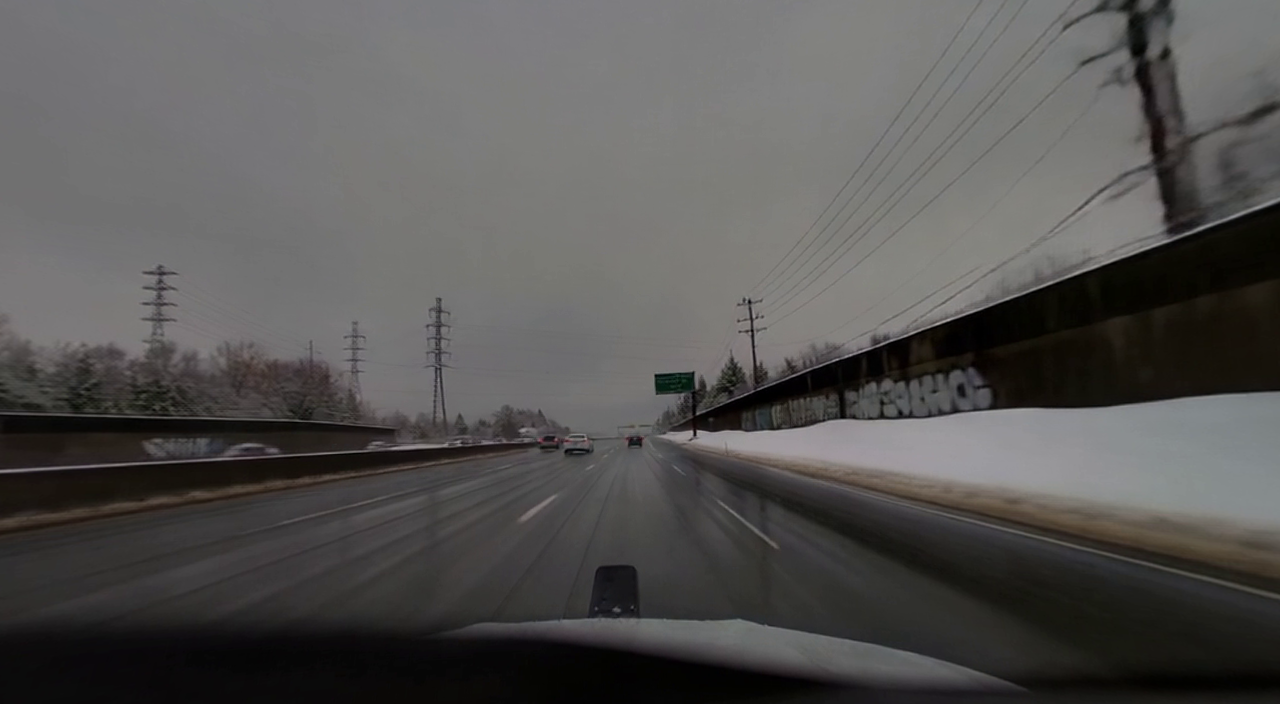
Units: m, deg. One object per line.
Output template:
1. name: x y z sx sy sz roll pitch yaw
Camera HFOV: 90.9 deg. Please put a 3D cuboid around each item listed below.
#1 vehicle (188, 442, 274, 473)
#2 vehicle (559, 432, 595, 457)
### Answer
1. vehicle: -20.576 5.289 31.895 1.810 1.412 3.988 1 -8 -2
2. vehicle: -4.332 6.470 44.187 2.118 1.640 4.031 0 -8 0
